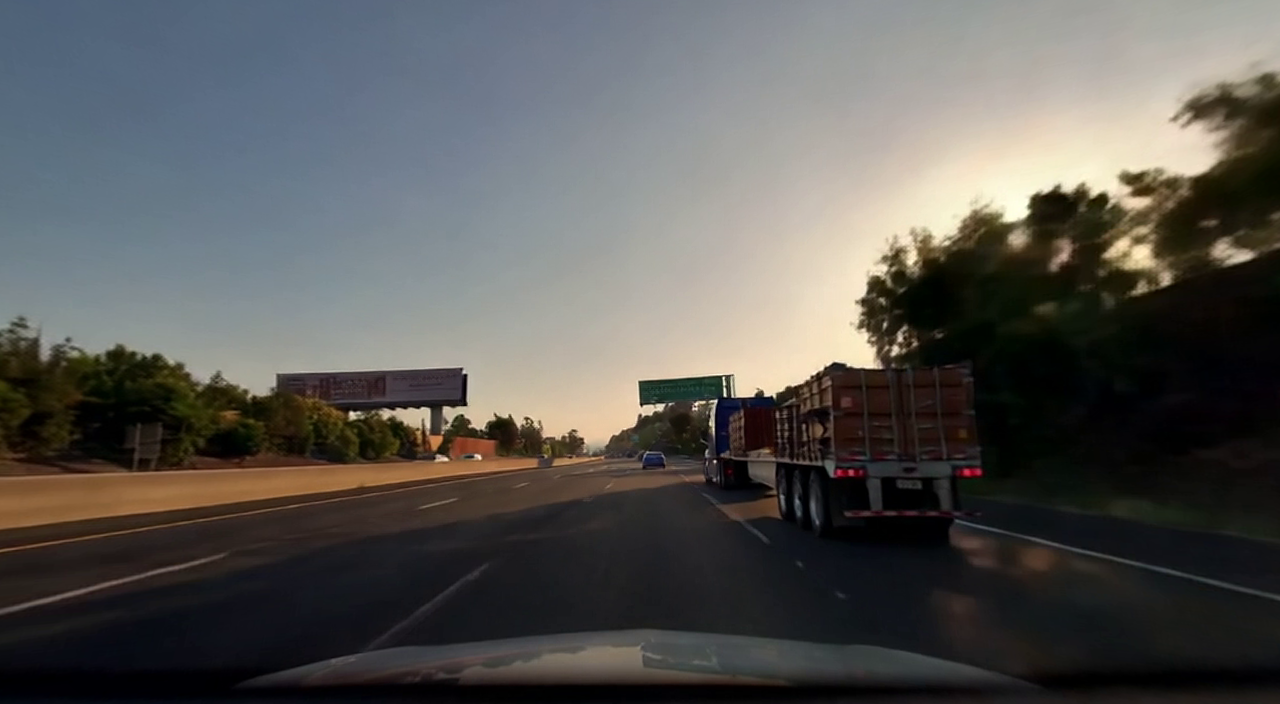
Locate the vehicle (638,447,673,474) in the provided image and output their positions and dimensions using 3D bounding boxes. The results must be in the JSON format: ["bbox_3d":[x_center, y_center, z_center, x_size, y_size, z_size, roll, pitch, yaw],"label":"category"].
[{"bbox_3d":[0.946,6.693,39.051,2.042,1.528,4.300,0,-8,0],"label":"vehicle"}]

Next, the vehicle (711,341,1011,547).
[{"bbox_3d":[4.437,2.771,19.118,2.917,3.179,18.723,0,-8,1],"label":"vehicle"}]
